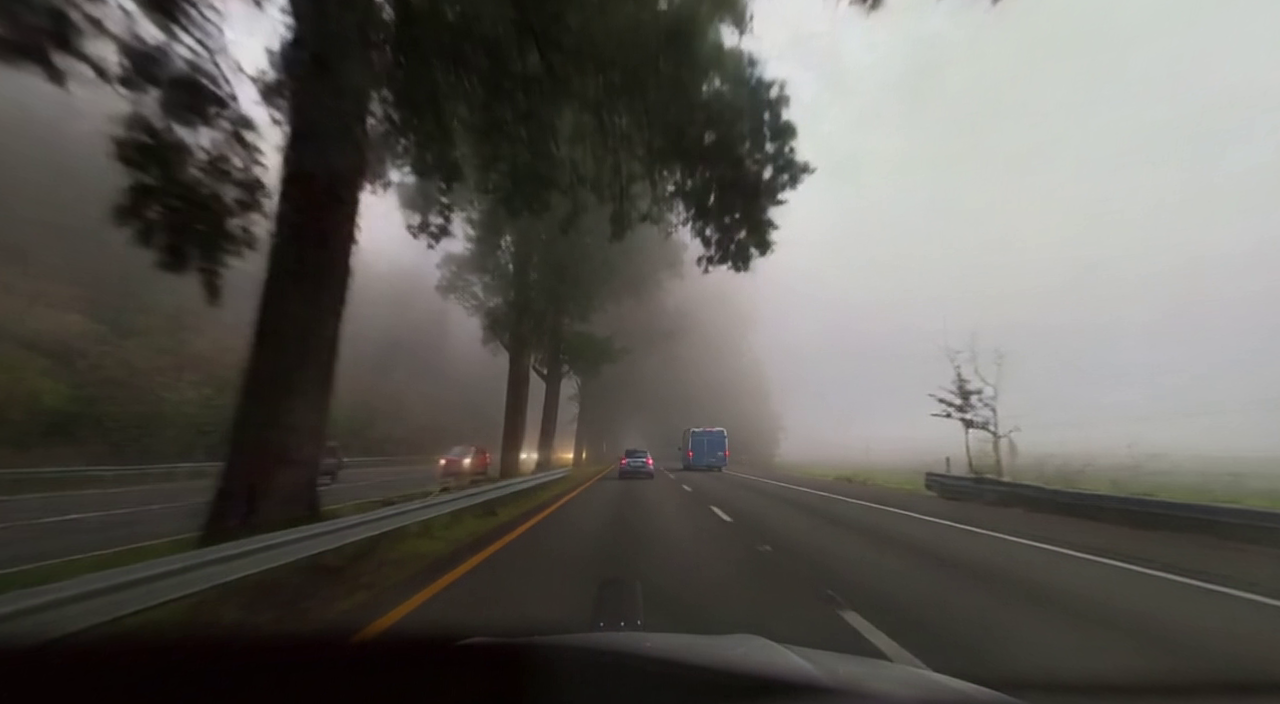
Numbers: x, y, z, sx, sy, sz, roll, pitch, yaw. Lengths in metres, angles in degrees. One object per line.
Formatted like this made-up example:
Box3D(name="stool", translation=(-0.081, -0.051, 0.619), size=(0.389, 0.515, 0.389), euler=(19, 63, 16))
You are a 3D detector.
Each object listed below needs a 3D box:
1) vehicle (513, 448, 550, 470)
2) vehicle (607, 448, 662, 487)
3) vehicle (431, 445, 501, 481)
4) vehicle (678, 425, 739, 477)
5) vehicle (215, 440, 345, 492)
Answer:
Box3D(name="vehicle", translation=(-7.791, 7.699, 45.649), size=(1.898, 1.464, 4.386), euler=(0, -9, 0))
Box3D(name="vehicle", translation=(-0.226, 4.605, 25.393), size=(2.037, 1.417, 3.885), euler=(0, -9, 0))
Box3D(name="vehicle", translation=(-7.480, 4.790, 27.472), size=(1.833, 1.444, 4.120), euler=(0, -9, 0))
Box3D(name="vehicle", translation=(3.690, 5.511, 35.214), size=(2.513, 2.633, 5.930), euler=(0, -9, -2))
Box3D(name="vehicle", translation=(-12.100, 3.852, 21.563), size=(1.893, 1.567, 4.231), euler=(0, -9, 0))
